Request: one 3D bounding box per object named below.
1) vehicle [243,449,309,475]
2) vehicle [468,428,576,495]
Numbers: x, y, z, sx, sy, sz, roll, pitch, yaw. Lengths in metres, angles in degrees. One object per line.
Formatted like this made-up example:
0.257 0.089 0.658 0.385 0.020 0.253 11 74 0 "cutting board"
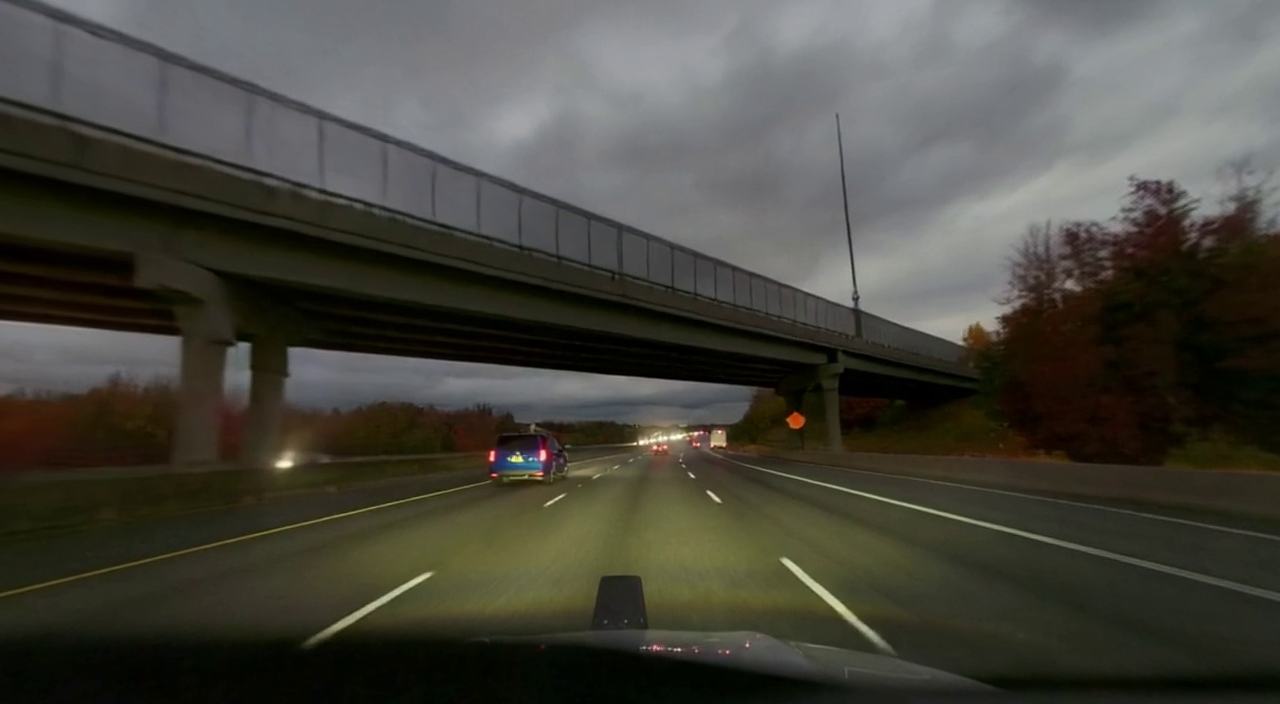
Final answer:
-22.468 6.779 38.982 1.791 1.495 3.671 -1 -8 3 "vehicle"
-3.278 3.145 18.509 2.177 1.707 4.432 0 -8 2 "vehicle"
